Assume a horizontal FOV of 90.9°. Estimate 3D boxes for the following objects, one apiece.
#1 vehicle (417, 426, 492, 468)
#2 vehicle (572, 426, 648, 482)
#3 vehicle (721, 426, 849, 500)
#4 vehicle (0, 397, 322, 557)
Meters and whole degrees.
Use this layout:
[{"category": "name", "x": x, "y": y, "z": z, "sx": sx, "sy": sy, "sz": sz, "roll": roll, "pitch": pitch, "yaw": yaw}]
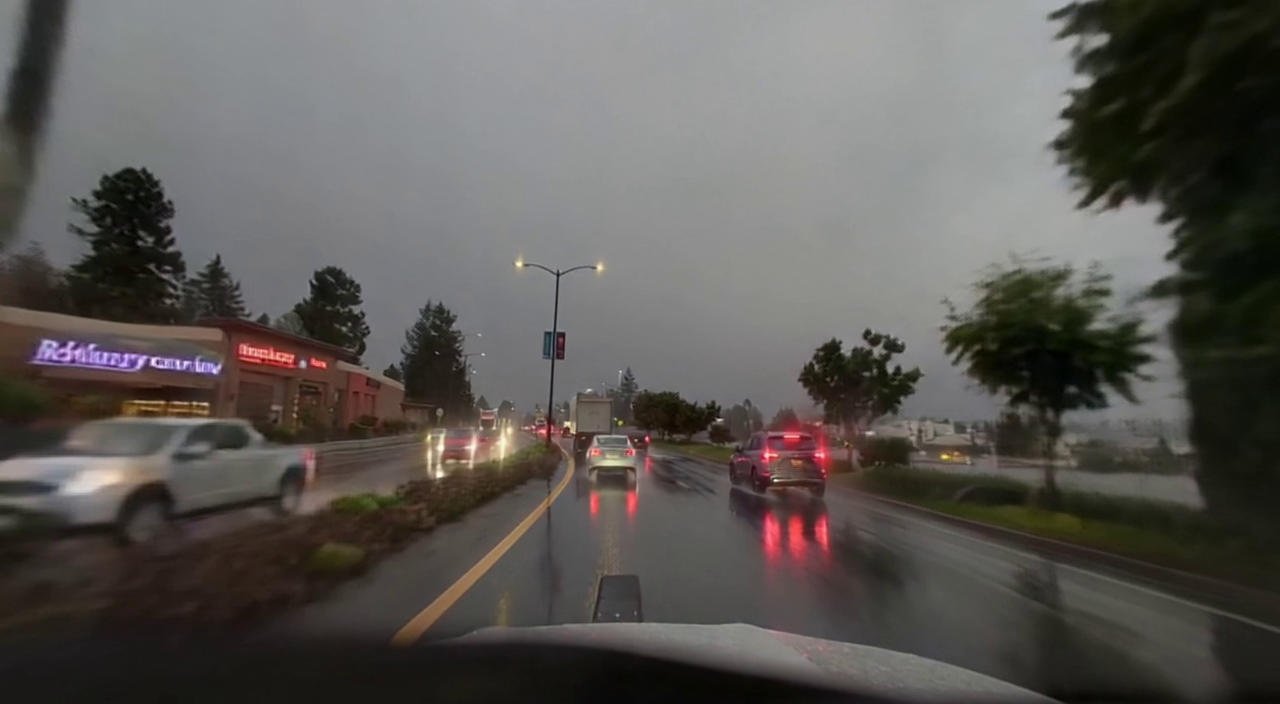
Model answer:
[{"category": "vehicle", "x": -7.342, "y": 3.792, "z": 25.418, "sx": 2.007, "sy": 1.532, "sz": 4.266, "roll": 1, "pitch": -8, "yaw": -4}, {"category": "vehicle", "x": -0.938, "y": 2.945, "z": 18.491, "sx": 1.991, "sy": 1.472, "sz": 3.518, "roll": 1, "pitch": -8, "yaw": -4}, {"category": "vehicle", "x": 3.257, "y": 2.555, "z": 14.978, "sx": 1.889, "sy": 1.480, "sz": 3.876, "roll": 1, "pitch": -8, "yaw": -4}, {"category": "vehicle", "x": -6.290, "y": 1.550, "z": 8.526, "sx": 1.966, "sy": 1.616, "sz": 4.038, "roll": 1, "pitch": -8, "yaw": -3}]
